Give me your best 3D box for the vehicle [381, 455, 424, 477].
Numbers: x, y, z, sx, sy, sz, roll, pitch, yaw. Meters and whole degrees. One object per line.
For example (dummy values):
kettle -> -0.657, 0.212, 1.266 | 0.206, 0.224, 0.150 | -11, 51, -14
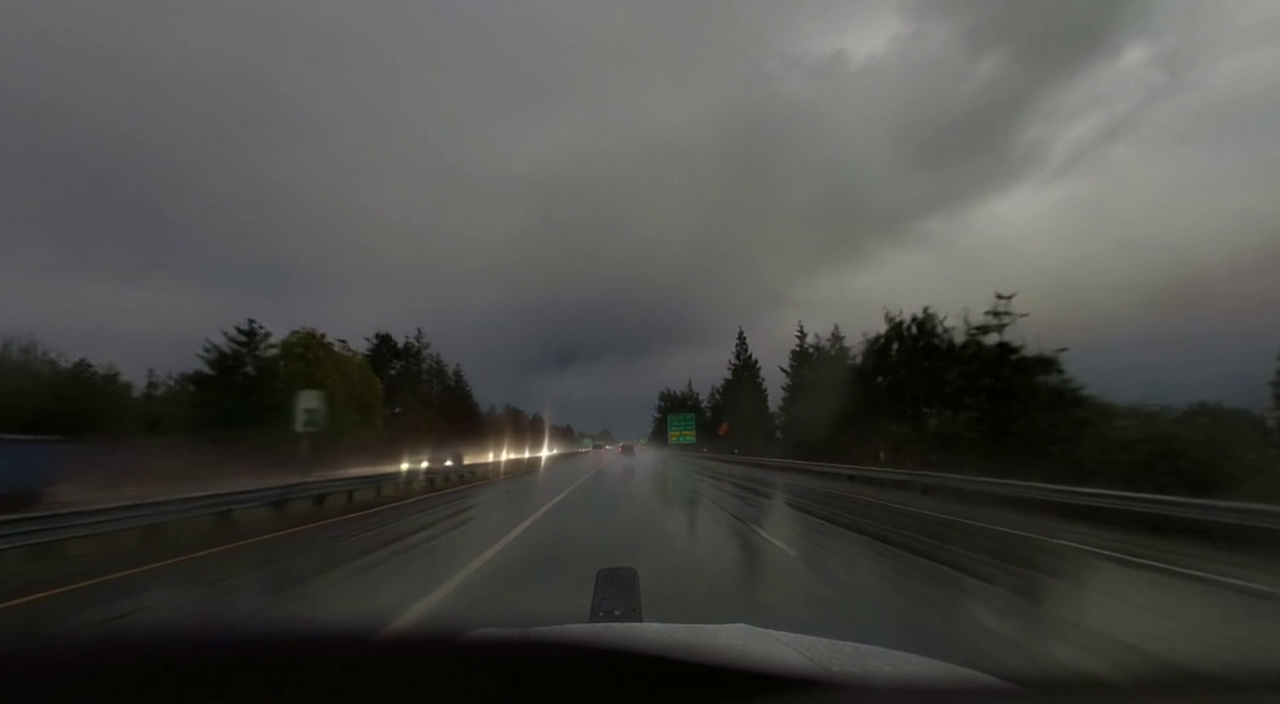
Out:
vehicle -> -18.318, 8.764, 48.451 | 1.805, 1.548, 4.020 | 0, -9, -1

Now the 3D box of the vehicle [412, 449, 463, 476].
vehicle -> -13.426, 7.365, 41.904 | 1.957, 1.657, 4.329 | 0, -9, 0
